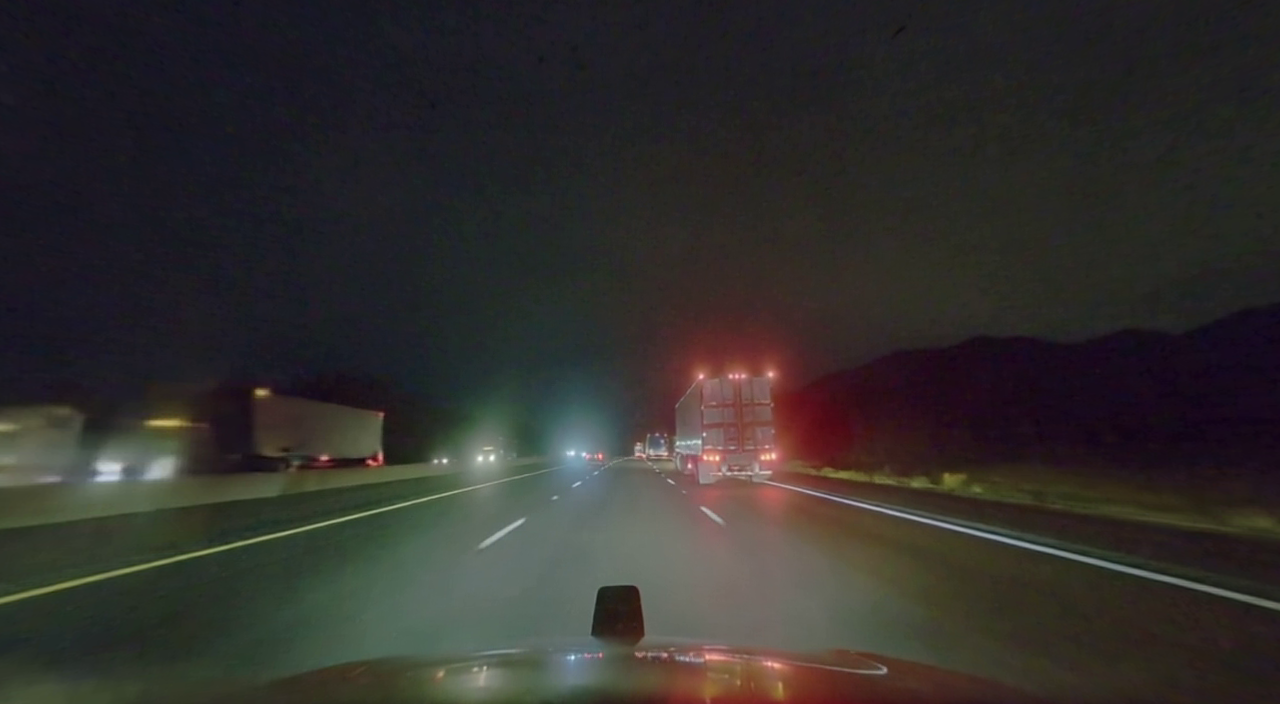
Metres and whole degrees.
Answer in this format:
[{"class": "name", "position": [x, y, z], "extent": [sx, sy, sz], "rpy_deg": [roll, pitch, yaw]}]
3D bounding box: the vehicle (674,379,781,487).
[{"class": "vehicle", "position": [3.602, 4.023, 30.130], "extent": [3.037, 3.999, 13.133], "rpy_deg": [0, -9, -1]}]

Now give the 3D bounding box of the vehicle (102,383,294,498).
[{"class": "vehicle", "position": [-17.092, 3.526, 25.000], "extent": [3.069, 3.980, 6.061], "rpy_deg": [0, -9, -1]}]
